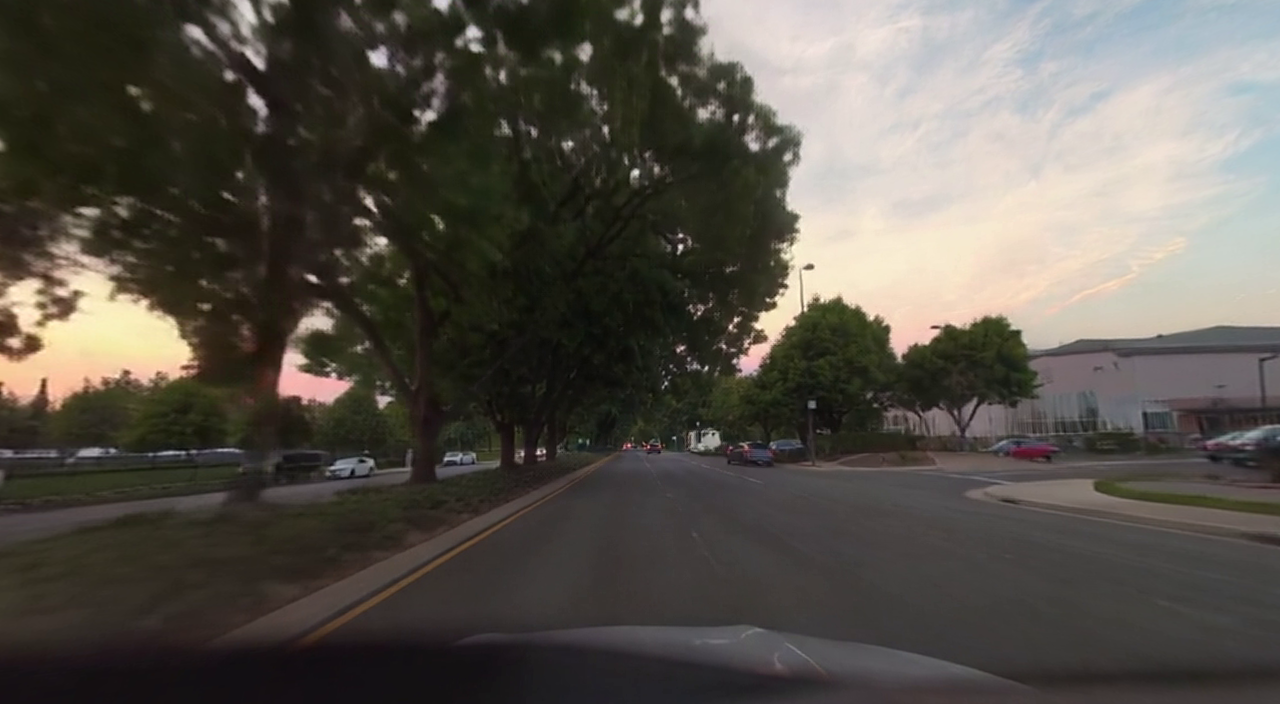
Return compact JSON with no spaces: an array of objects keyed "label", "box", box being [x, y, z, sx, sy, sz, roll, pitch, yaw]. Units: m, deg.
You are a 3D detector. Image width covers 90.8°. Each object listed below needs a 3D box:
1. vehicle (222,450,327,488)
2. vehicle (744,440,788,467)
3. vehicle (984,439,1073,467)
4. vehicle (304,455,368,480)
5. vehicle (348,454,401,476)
[{"label":"vehicle","box":[-20.127,6.427,35.210,2.208,1.882,5.826,-1,-9,2]},{"label":"vehicle","box":[9.071,7.337,45.737,1.994,1.738,4.622,4,-9,-2]},{"label":"vehicle","box":[23.634,6.151,38.509,4.518,1.599,1.850,2,-9,-14]},{"label":"vehicle","box":[-19.846,7.571,41.507,1.795,1.452,4.718,0,-9,1]},{"label":"vehicle","box":[-19.829,8.449,47.404,1.840,1.464,4.781,0,-9,1]}]
